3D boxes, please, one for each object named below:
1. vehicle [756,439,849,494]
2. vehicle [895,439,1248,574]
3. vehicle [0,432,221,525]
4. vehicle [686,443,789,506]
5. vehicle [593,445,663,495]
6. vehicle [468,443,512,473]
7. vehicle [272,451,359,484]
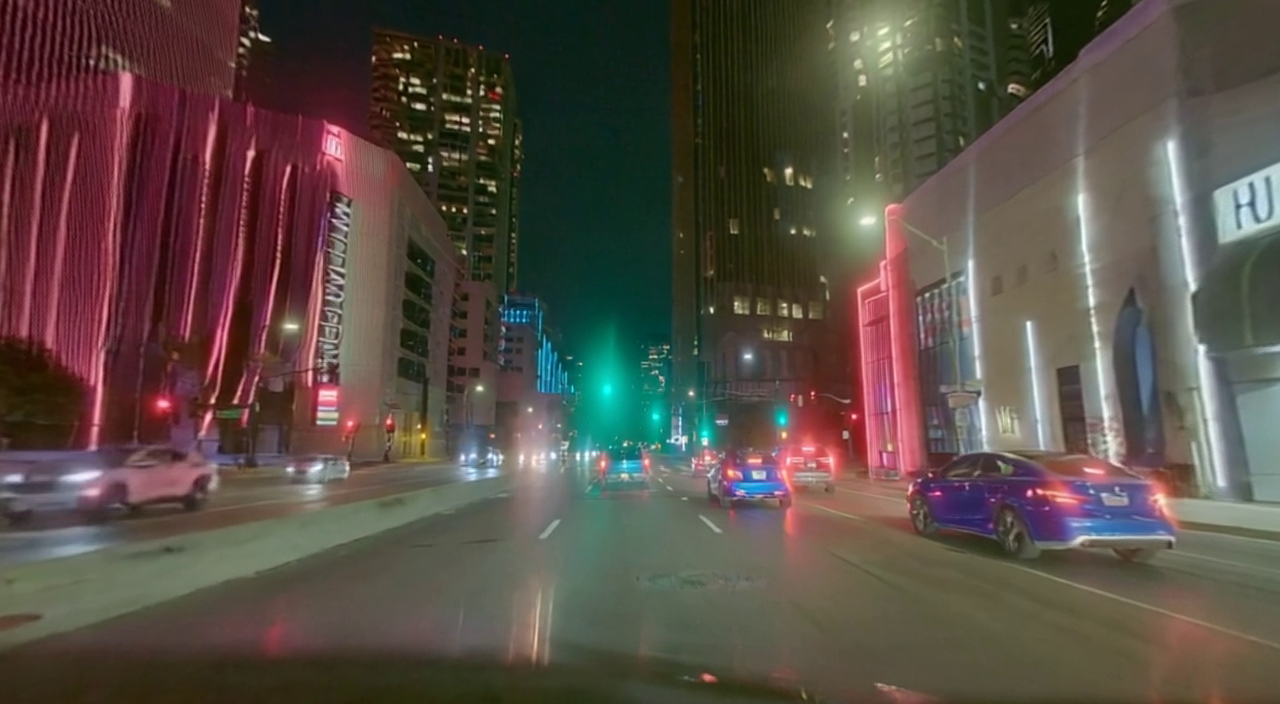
[{"bbox_3d":[5.690,4.077,22.801,2.015,1.745,4.444,0,-9,-2],"label":"vehicle"},{"bbox_3d":[5.833,2.101,9.507,1.914,1.484,4.639,0,-9,-2],"label":"vehicle"},{"bbox_3d":[-12.427,2.858,14.850,1.861,1.780,4.814,0,-9,-1],"label":"vehicle"},{"bbox_3d":[2.522,3.306,17.500,1.987,1.484,4.427,0,-9,-2],"label":"vehicle"},{"bbox_3d":[-0.422,3.825,20.846,2.096,1.457,4.160,0,-9,-2],"label":"vehicle"},{"bbox_3d":[-9.839,6.976,41.767,1.827,1.787,4.474,0,-9,-1],"label":"vehicle"},{"bbox_3d":[-16.097,5.746,31.667,2.017,1.460,4.556,0,-9,-1],"label":"vehicle"}]
